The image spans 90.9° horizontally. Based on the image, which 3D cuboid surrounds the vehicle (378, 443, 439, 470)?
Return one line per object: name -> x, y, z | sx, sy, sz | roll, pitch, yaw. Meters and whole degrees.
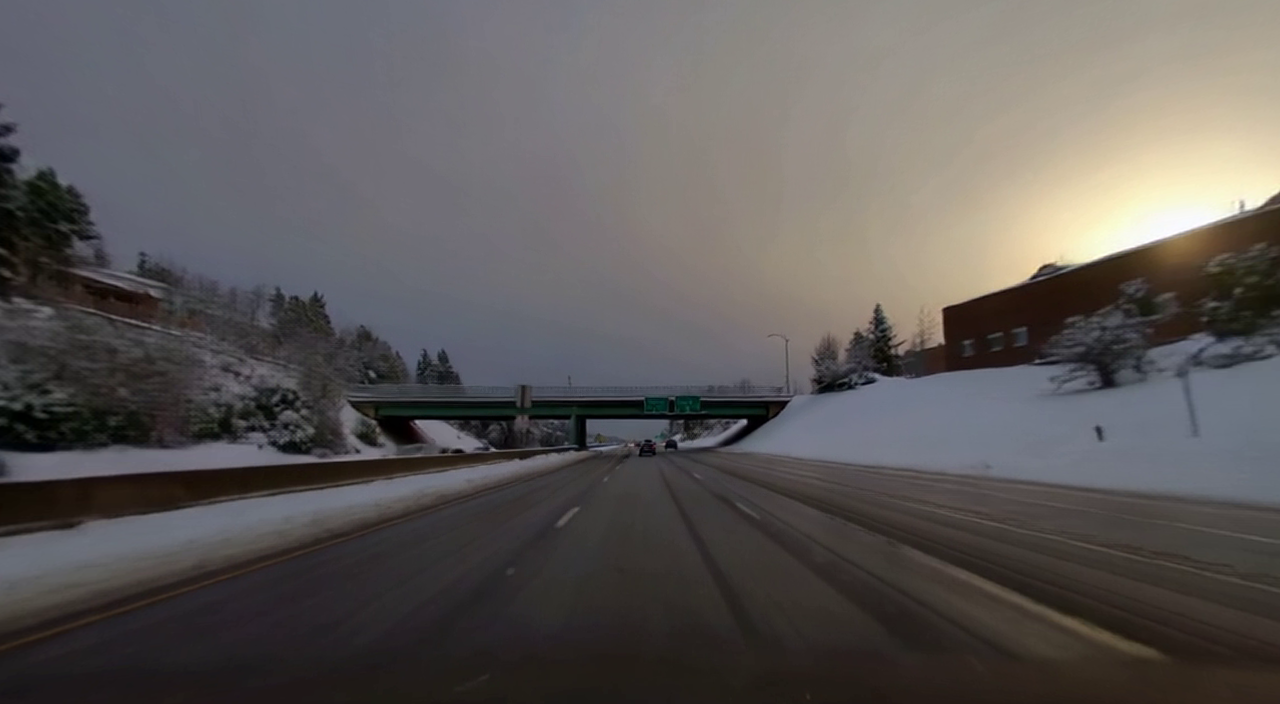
vehicle -> -14.652, 6.635, 40.271 | 2.024, 1.557, 4.788 | 0, -8, 1
